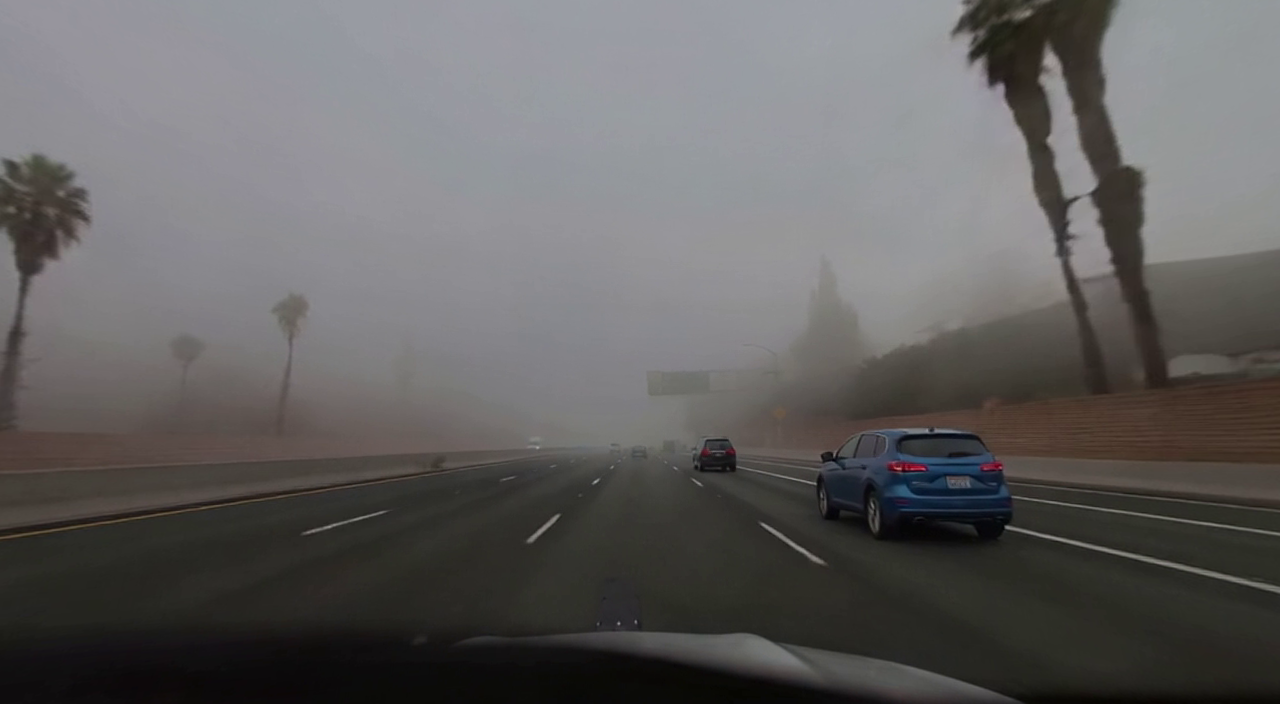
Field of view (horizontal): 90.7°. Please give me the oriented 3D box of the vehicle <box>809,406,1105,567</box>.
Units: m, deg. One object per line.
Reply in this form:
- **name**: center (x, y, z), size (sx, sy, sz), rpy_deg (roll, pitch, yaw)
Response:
- **vehicle**: center (3.935, 1.735, 8.877), size (1.910, 1.696, 4.187), rpy_deg (0, -8, -1)

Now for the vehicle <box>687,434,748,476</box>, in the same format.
- **vehicle**: center (3.294, 4.517, 27.858), size (2.045, 1.688, 4.313), rpy_deg (0, -8, -1)
